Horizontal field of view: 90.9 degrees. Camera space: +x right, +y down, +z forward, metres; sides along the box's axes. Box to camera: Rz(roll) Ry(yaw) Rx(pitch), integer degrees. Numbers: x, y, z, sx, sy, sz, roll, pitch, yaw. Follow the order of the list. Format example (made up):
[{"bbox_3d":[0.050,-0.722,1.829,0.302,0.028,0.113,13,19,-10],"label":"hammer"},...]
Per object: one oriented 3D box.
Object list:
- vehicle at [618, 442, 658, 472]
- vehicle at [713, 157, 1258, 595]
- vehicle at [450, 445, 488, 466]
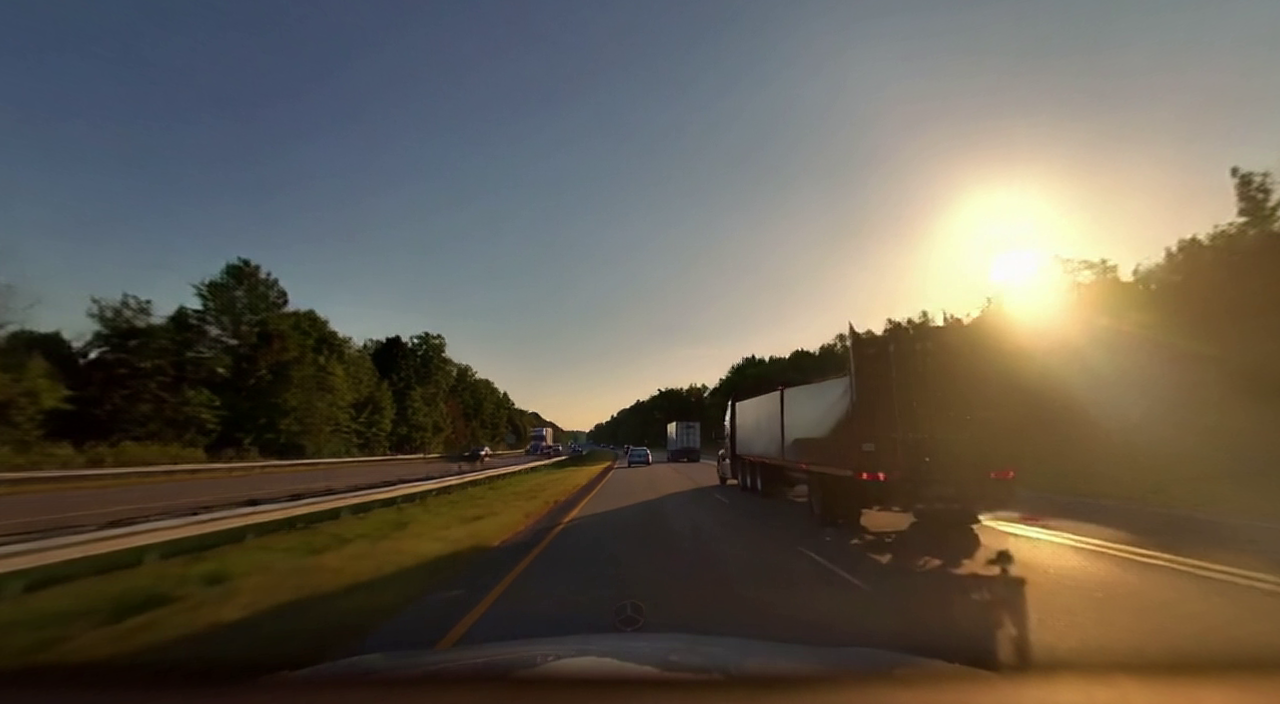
[{"bbox_3d":[-0.133,5.778,34.803,2.051,1.513,4.511,0,-9,0],"label":"vehicle"},{"bbox_3d":[3.896,1.222,13.015,2.883,4.057,14.579,0,-9,-1],"label":"vehicle"},{"bbox_3d":[-13.460,8.154,49.838,1.827,1.507,4.508,0,-9,0],"label":"vehicle"}]
